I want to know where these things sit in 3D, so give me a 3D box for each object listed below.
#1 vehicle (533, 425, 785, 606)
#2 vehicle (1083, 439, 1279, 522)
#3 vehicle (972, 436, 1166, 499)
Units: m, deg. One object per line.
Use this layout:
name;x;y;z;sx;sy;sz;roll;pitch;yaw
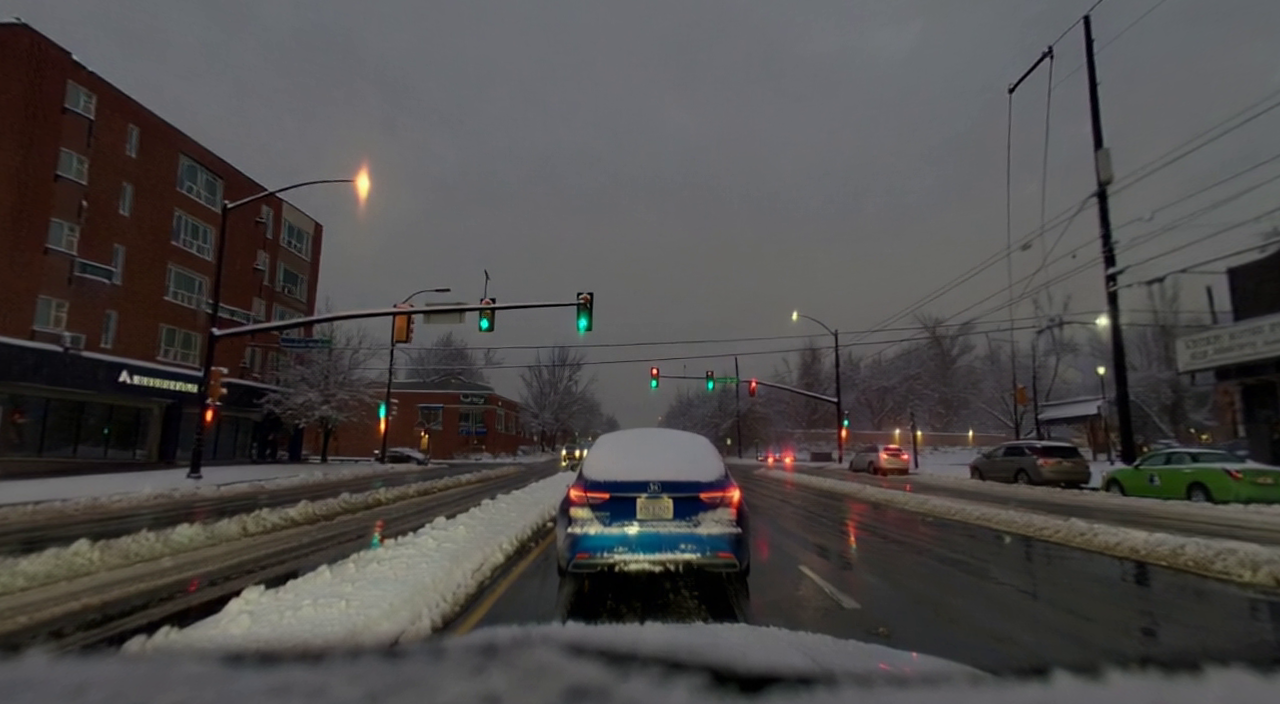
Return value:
vehicle;0.128;1.677;7.396;2.067;1.471;4.241;0;-9;-1
vehicle;14.159;3.106;15.934;2.235;1.721;5.230;0;-9;1
vehicle;14.066;3.819;21.375;2.309;1.819;5.793;1;-9;-3
